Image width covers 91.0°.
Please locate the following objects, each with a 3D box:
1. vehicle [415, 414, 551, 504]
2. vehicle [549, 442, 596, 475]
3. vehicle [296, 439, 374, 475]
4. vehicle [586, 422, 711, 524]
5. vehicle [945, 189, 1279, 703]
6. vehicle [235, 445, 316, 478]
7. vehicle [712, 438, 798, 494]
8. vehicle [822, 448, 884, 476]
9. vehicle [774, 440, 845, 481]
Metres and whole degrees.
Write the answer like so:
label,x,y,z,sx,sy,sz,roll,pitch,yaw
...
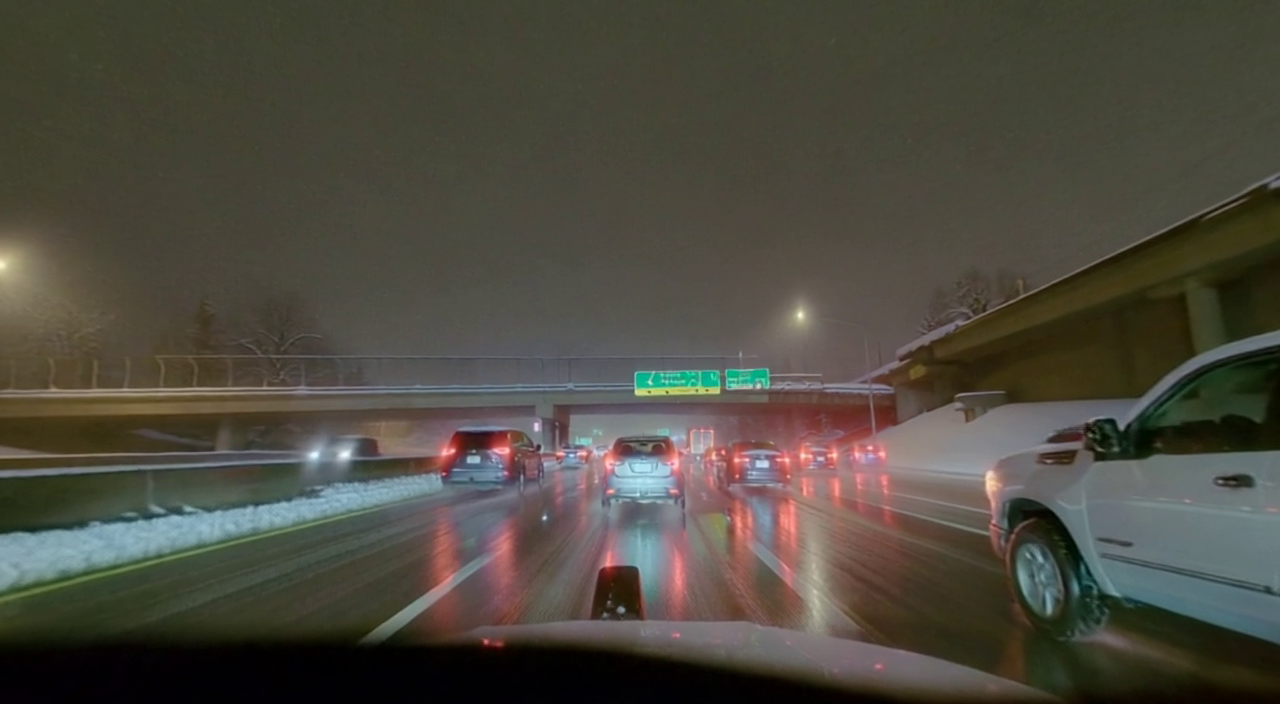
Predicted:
label,x,y,z,sx,sy,sz,roll,pitch,yaw
vehicle,-4.182,3.016,18.126,2.212,2.101,6.052,0,-9,2
vehicle,-3.643,5.879,34.920,1.982,1.655,4.604,0,-9,2
vehicle,-17.659,6.086,36.776,2.024,1.946,4.793,0,-9,1
vehicle,0.189,2.440,13.190,2.181,1.756,4.167,0,-9,1
vehicle,3.538,0.510,2.211,2.300,2.242,5.327,0,-9,1
vehicle,-21.614,6.479,37.581,1.949,1.844,4.533,0,-9,2
vehicle,3.720,3.782,21.287,2.022,1.633,4.651,0,-9,0
vehicle,12.142,6.258,36.186,1.945,1.498,4.385,1,-9,-1
vehicle,7.953,5.125,30.042,2.054,1.769,4.693,0,-9,0
